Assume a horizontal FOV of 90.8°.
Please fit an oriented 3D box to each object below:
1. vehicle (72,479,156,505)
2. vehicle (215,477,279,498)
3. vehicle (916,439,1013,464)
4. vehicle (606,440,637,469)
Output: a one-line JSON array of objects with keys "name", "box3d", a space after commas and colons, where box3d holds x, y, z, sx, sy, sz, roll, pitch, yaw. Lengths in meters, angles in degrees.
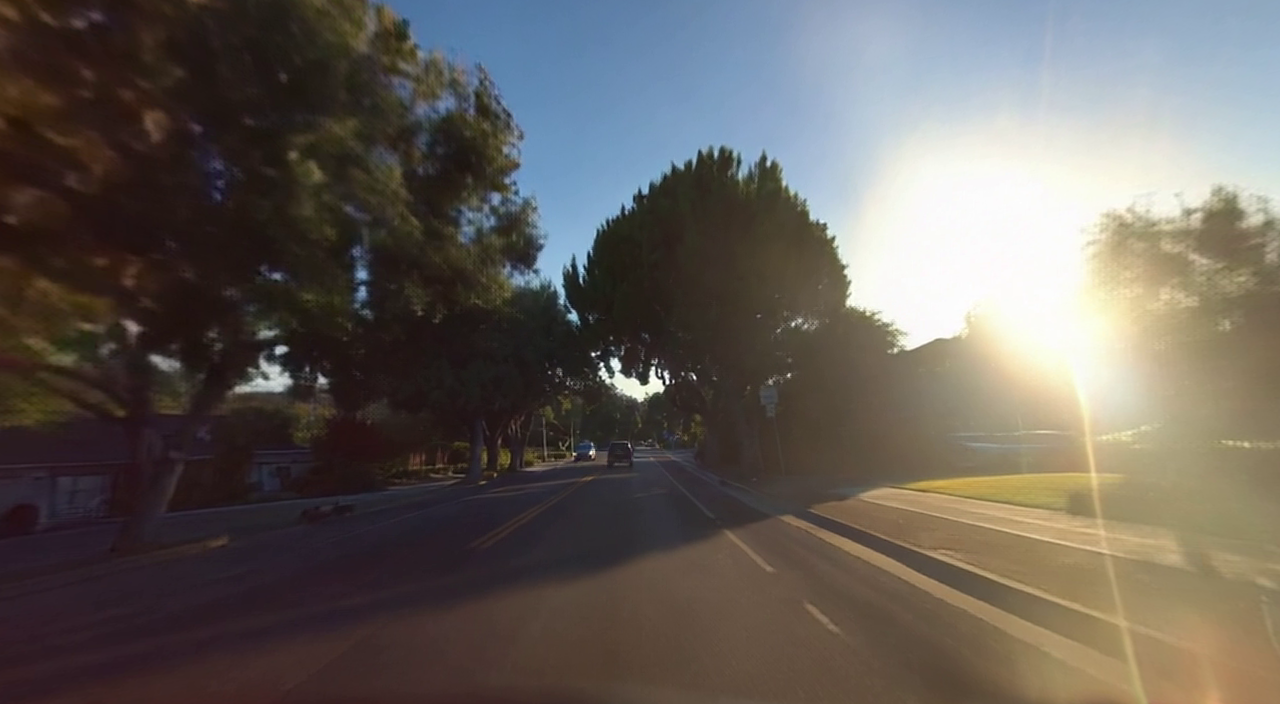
[{"name": "vehicle", "box3d": [-31.057, 8.248, 37.318, 3.502, 1.310, 1.729, -1, -8, 5]}, {"name": "vehicle", "box3d": [-29.542, 10.205, 47.558, 3.675, 1.432, 1.636, 0, -9, 3]}, {"name": "vehicle", "box3d": [14.392, 4.447, 28.318, 1.987, 1.039, 4.499, 0, -9, 0]}, {"name": "vehicle", "box3d": [-1.360, 7.682, 47.642, 2.210, 2.023, 4.663, 0, -9, -1]}]
